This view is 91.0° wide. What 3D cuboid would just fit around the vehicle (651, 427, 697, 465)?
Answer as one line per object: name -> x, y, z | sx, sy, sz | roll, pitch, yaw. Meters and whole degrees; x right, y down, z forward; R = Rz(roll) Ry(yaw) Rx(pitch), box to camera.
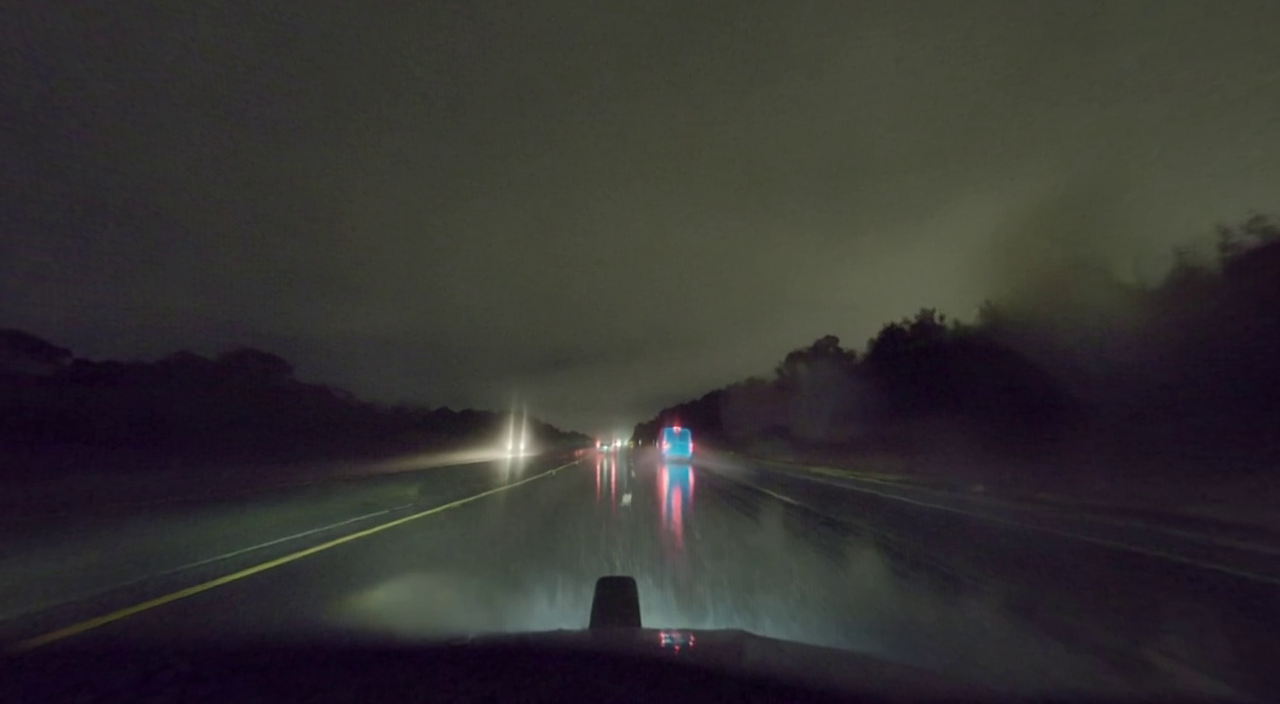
vehicle -> 1.939, 5.587, 37.479 | 2.269, 2.048, 4.679 | 0, -8, -2
